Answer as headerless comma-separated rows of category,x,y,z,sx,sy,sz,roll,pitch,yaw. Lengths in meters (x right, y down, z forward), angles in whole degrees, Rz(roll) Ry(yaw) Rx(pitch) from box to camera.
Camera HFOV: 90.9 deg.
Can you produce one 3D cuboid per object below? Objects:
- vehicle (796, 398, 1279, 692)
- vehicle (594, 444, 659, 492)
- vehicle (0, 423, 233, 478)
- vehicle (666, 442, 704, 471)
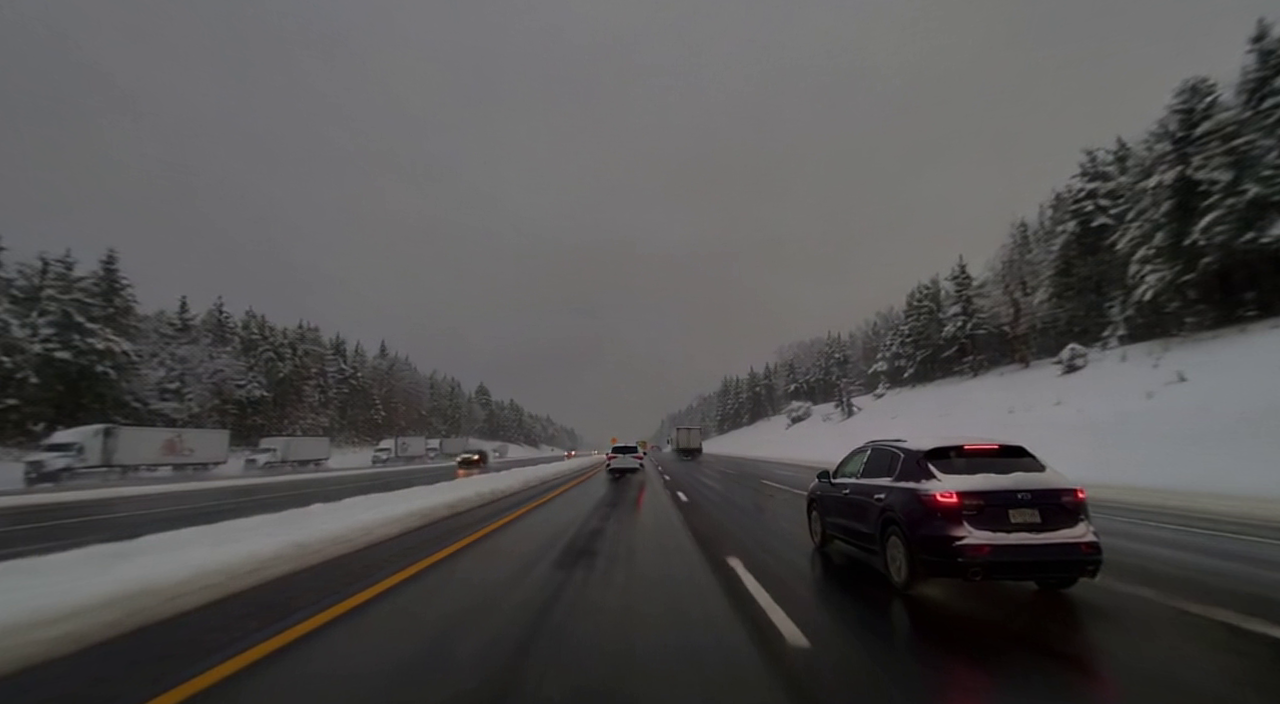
vehicle,3.087,1.381,5.738,1.997,1.534,4.664,0,-9,-2
vehicle,-0.437,3.836,21.128,1.970,1.441,3.846,0,-9,-1
vehicle,-36.797,7.195,45.988,2.760,3.231,16.626,0,-9,2
vehicle,2.720,6.512,39.320,2.048,1.704,4.284,0,-9,0
